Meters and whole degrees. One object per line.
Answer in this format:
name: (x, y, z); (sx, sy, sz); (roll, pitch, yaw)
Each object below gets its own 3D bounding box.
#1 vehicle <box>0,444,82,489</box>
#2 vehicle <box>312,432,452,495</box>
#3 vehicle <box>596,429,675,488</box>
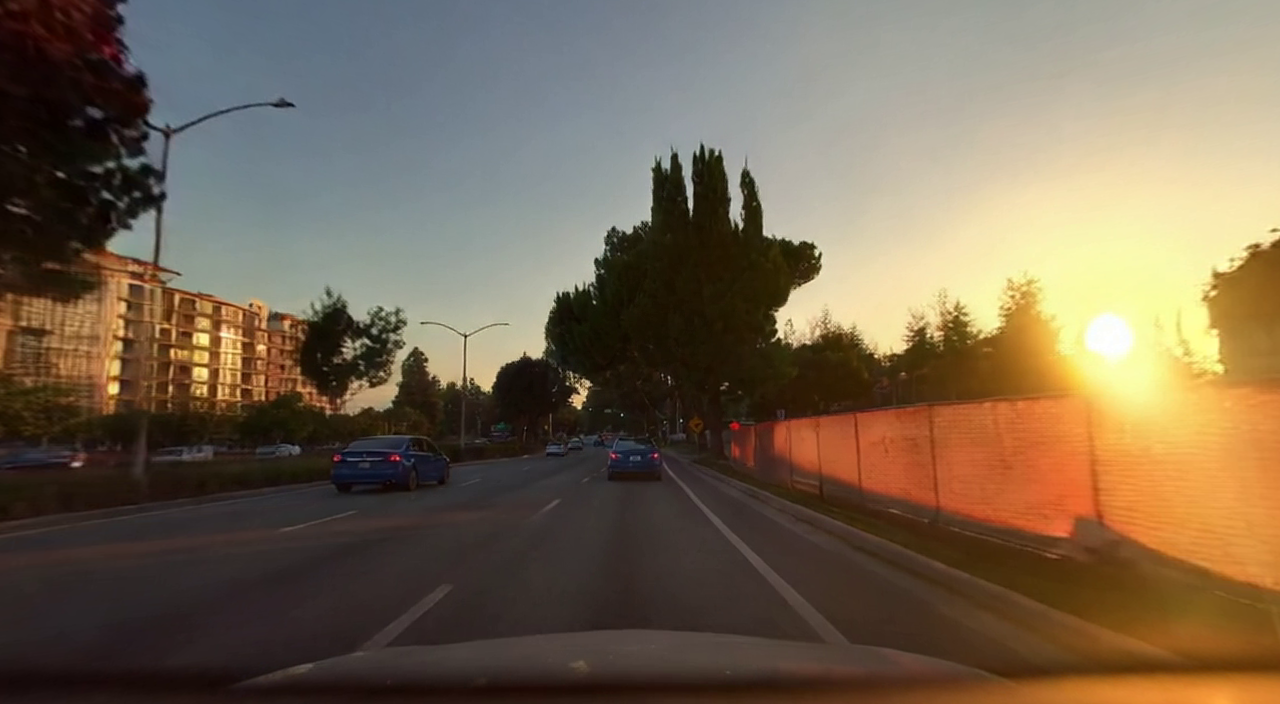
vehicle: (-26.237, 4.695, 26.100); (1.931, 1.759, 4.703); (0, -8, 0)
vehicle: (-6.766, 2.957, 17.153); (1.877, 1.479, 4.430); (0, -8, 1)
vehicle: (-0.162, 3.314, 19.956); (2.227, 1.654, 4.091); (0, -8, -1)
